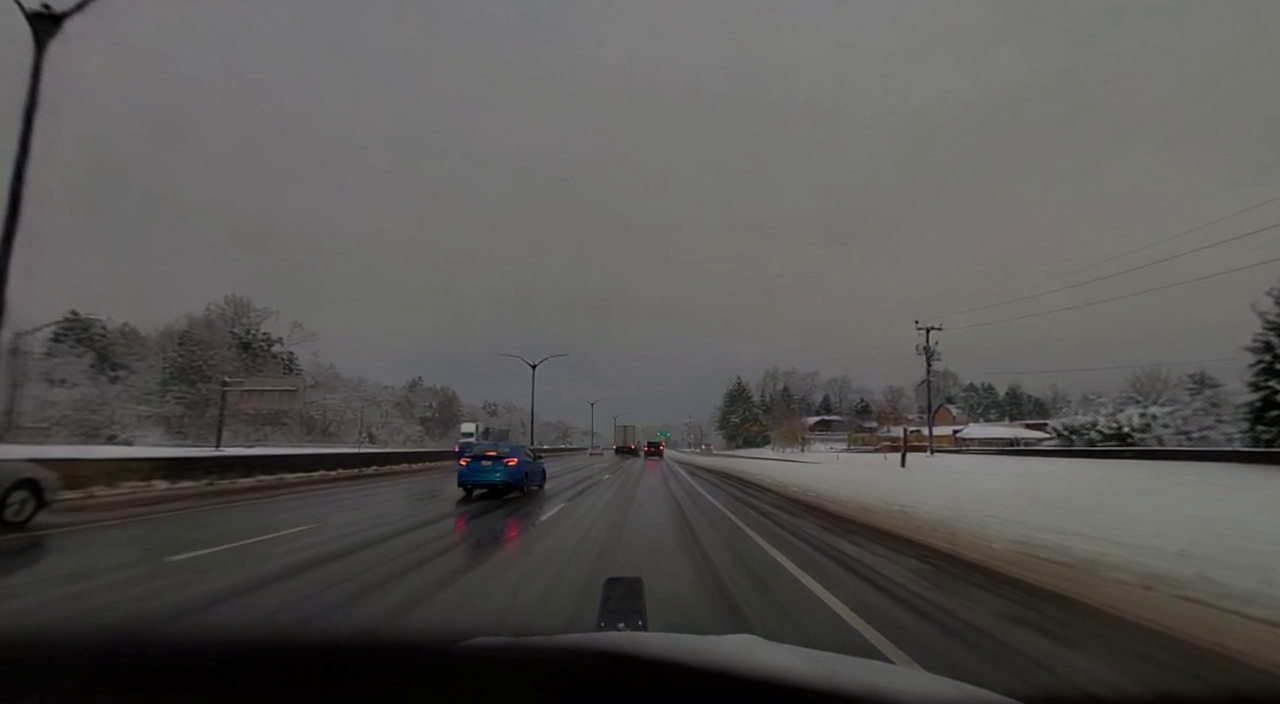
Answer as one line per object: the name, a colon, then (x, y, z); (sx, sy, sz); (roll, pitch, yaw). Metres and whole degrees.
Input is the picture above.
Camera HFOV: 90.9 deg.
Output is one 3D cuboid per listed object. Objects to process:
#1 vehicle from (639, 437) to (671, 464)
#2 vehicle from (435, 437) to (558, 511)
vehicle: (1.197, 7.745, 49.719); (2.373, 1.935, 4.448); (-1, -8, 2)
vehicle: (-3.220, 2.806, 14.990); (1.953, 1.511, 3.704); (-1, -8, 2)
